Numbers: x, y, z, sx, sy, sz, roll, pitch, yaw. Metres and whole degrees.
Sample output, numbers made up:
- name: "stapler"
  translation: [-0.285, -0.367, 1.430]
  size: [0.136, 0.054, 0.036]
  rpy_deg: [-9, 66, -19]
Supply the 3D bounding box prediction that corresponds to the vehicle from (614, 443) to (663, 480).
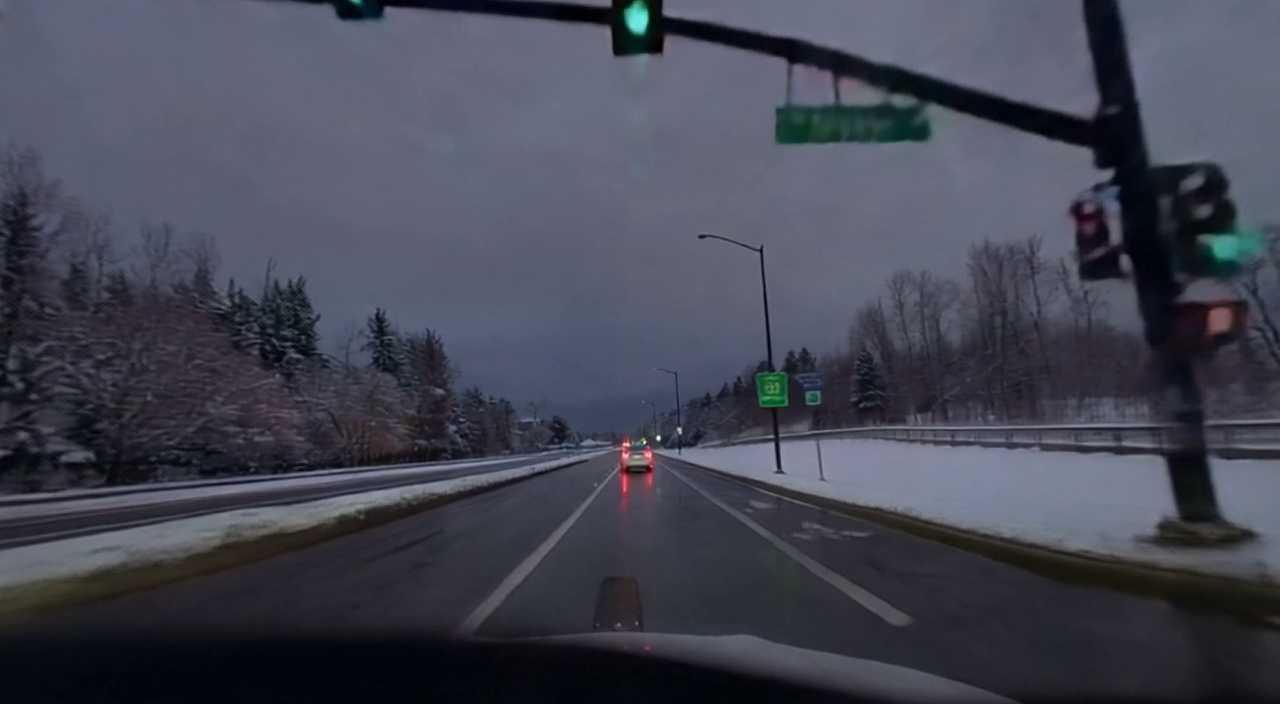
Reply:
- name: "vehicle"
  translation: [-0.067, 4.659, 27.029]
  size: [1.954, 1.469, 3.465]
  rpy_deg: [0, -8, 0]
